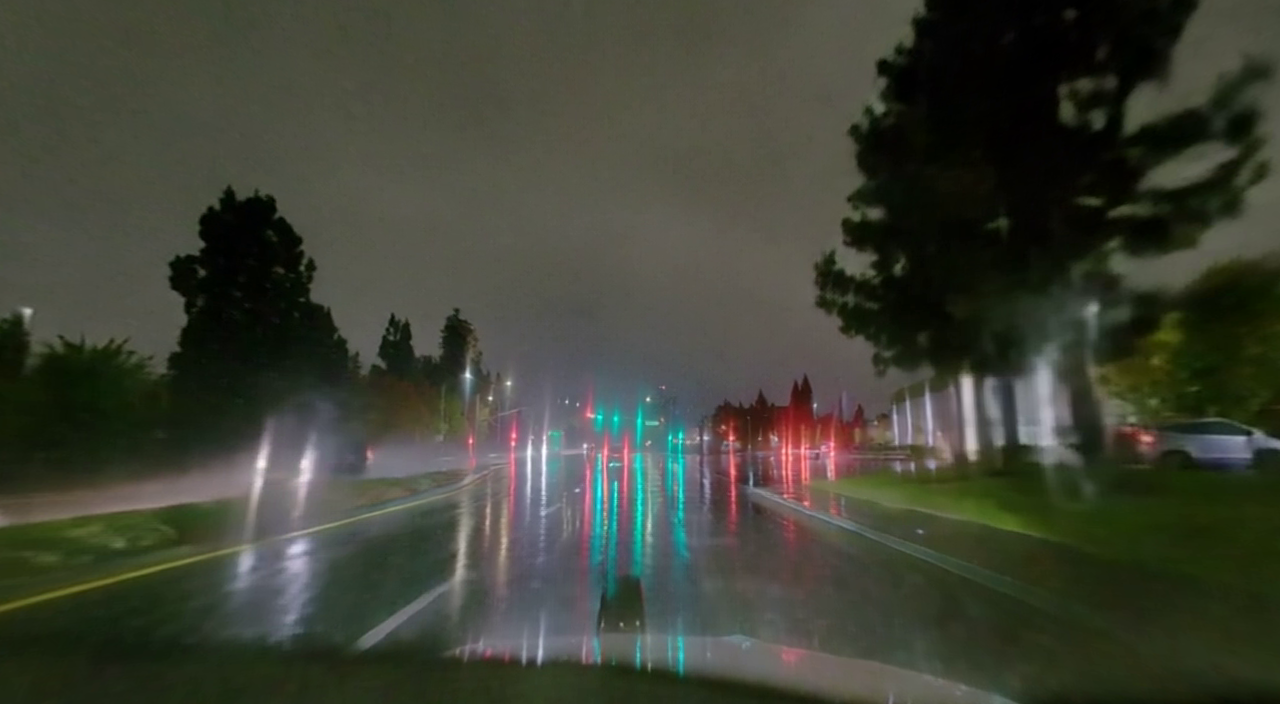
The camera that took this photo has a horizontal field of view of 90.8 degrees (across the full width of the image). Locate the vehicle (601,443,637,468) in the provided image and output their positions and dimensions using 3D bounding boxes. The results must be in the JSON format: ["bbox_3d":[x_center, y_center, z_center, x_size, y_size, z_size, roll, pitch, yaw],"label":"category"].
[{"bbox_3d":[-1.256,6.584,40.417,2.011,1.498,4.914,0,-8,1],"label":"vehicle"}]

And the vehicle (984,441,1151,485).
[{"bbox_3d":[15.218,3.923,22.626,4.673,1.458,2.046,1,-9,-8],"label":"vehicle"}]

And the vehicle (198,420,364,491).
[{"bbox_3d":[-11.273,3.315,20.484,2.193,1.977,5.481,0,-8,-1],"label":"vehicle"}]

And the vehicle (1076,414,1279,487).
[{"bbox_3d":[15.512,2.703,17.433,5.604,1.833,2.128,1,-9,-7],"label":"vehicle"}]
